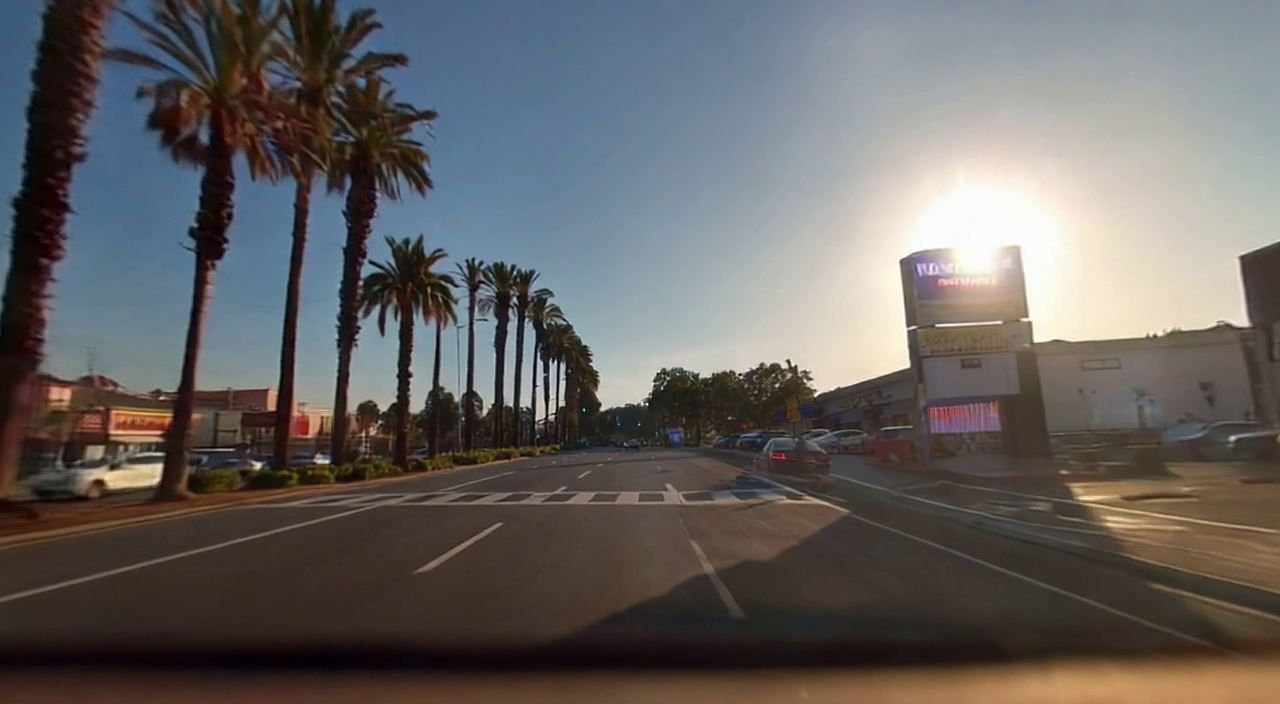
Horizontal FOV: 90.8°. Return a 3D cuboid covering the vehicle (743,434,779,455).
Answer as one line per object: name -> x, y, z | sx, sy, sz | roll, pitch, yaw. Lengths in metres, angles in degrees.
vehicle -> 8.978, 6.920, 47.166 | 2.007, 1.525, 4.492 | -1, -9, 3

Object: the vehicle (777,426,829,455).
vehicle -> 11.830, 6.513, 46.337 | 2.332, 1.937, 5.400 | 0, -9, -1

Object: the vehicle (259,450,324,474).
vehicle -> -23.420, 7.395, 42.633 | 1.880, 1.480, 4.451 | 0, -9, -1

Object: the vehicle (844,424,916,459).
vehicle -> 12.534, 4.728, 33.309 | 1.909, 1.686, 4.670 | 0, -9, 0

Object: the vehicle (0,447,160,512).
vehicle -> -16.540, 3.584, 18.153 | 1.876, 1.460, 4.483 | -4, -7, 2
